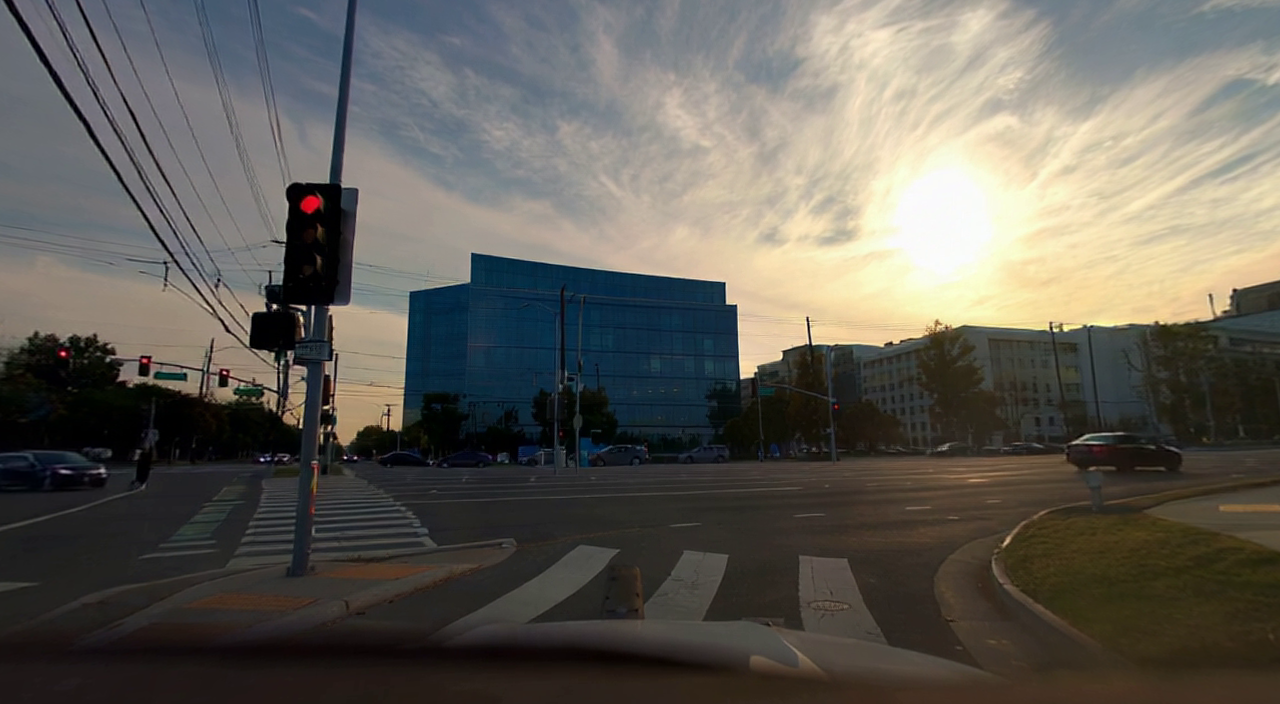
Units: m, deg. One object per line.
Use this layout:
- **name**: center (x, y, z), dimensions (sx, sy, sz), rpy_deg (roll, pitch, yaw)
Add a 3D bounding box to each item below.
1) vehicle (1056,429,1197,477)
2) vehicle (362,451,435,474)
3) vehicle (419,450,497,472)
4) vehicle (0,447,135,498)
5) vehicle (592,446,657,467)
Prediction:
- **vehicle**: center (18.337, 3.782, 23.830), dimensions (4.530, 1.648, 2.075), rpy_deg (3, -9, -22)
- **vehicle**: center (-17.224, 7.850, 45.098), dimensions (4.623, 1.471, 1.805), rpy_deg (4, -9, -26)
- **vehicle**: center (-12.590, 7.516, 43.737), dimensions (4.837, 1.407, 1.818), rpy_deg (4, -9, -26)
- **vehicle**: center (-18.932, 3.774, 20.188), dimensions (4.700, 1.479, 2.095), rpy_deg (-3, -9, 20)
- **vehicle**: center (-1.147, 7.550, 45.810), dimensions (4.391, 1.451, 1.717), rpy_deg (4, -9, -26)
